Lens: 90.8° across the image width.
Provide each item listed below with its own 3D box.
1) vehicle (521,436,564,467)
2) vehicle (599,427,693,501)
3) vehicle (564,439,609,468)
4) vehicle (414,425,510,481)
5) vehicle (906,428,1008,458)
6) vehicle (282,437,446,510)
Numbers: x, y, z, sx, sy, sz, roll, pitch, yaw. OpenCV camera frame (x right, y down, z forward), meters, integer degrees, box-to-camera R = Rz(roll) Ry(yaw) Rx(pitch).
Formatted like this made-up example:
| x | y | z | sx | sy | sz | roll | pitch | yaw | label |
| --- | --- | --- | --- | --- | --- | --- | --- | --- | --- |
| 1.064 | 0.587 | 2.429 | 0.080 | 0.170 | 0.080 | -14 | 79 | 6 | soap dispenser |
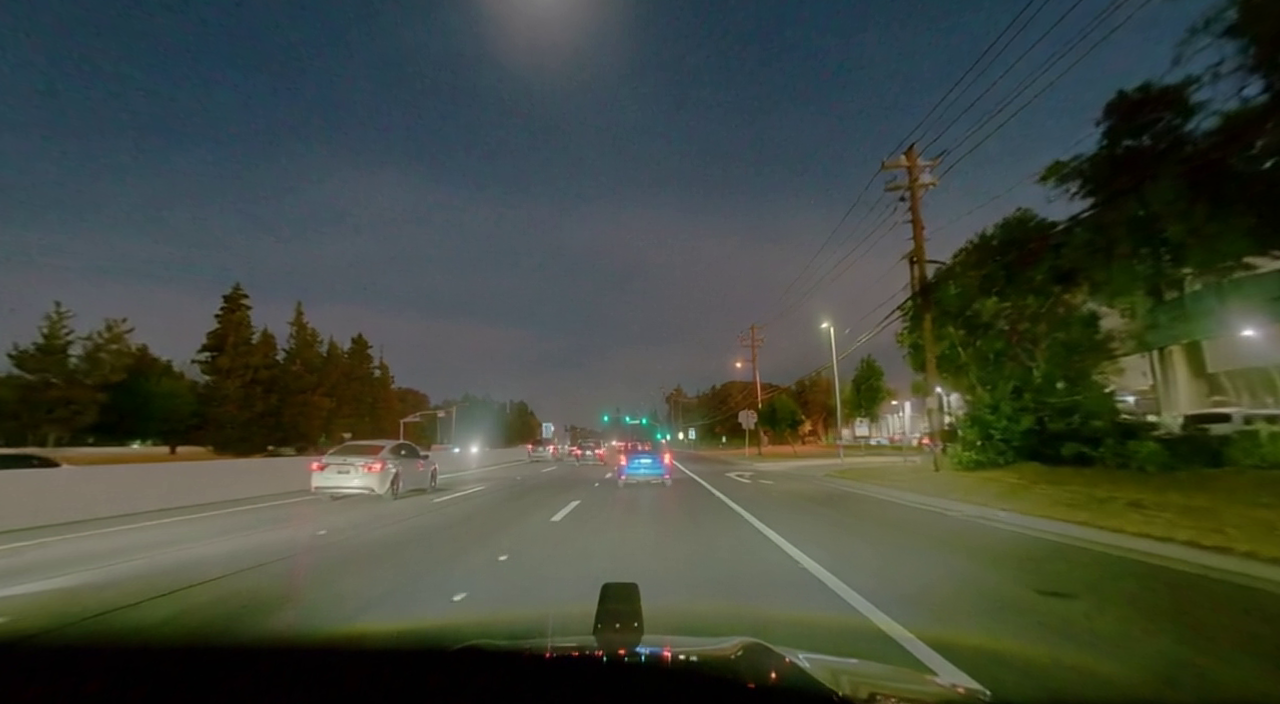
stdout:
| x | y | z | sx | sy | sz | roll | pitch | yaw | label |
| --- | --- | --- | --- | --- | --- | --- | --- | --- | --- |
| -5.997 | 6.135 | 39.219 | 1.914 | 1.756 | 4.179 | -1 | -8 | 1 | vehicle |
| 0.137 | 2.848 | 16.498 | 2.140 | 1.653 | 4.108 | 0 | -8 | 0 | vehicle |
| -2.888 | 5.620 | 35.130 | 2.055 | 1.510 | 3.961 | -1 | -8 | 1 | vehicle |
| -6.641 | 3.844 | 24.283 | 2.144 | 1.905 | 4.967 | -1 | -8 | 1 | vehicle |
| 17.786 | 5.134 | 35.619 | 4.659 | 1.572 | 2.019 | 0 | -8 | 0 | vehicle |
| -6.438 | 2.858 | 15.440 | 1.900 | 1.483 | 4.547 | -1 | -8 | 1 | vehicle |
